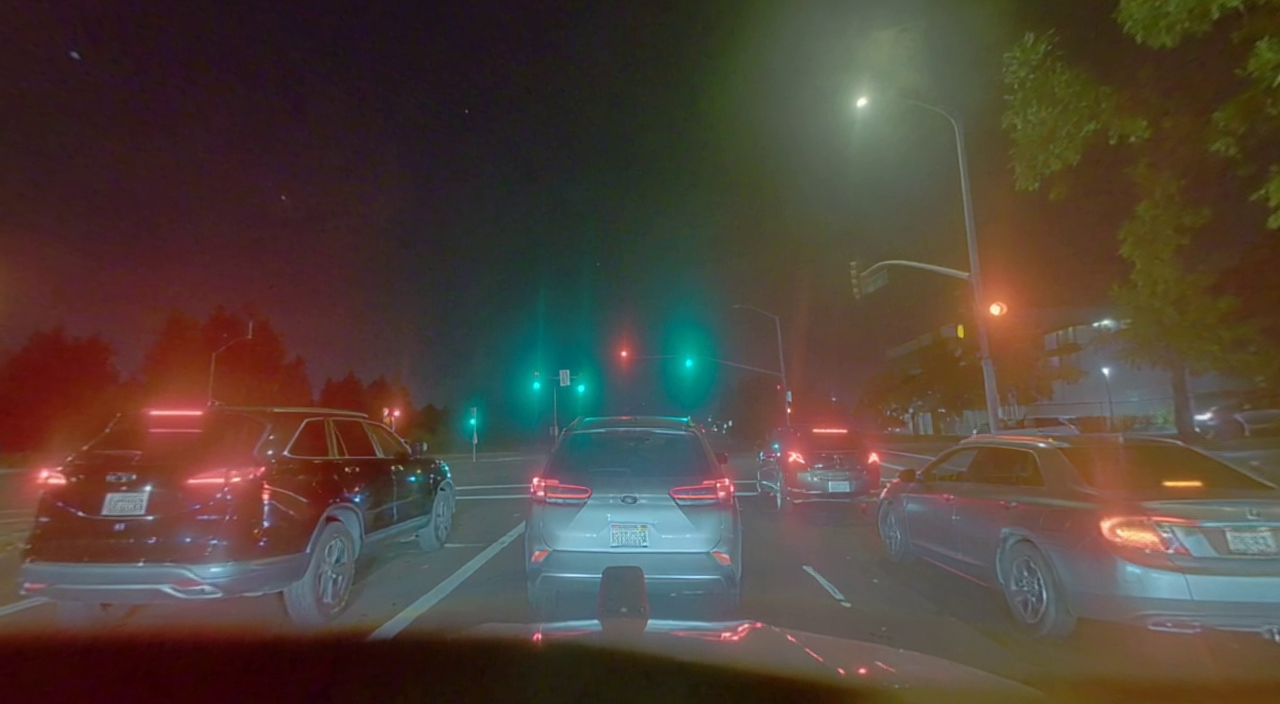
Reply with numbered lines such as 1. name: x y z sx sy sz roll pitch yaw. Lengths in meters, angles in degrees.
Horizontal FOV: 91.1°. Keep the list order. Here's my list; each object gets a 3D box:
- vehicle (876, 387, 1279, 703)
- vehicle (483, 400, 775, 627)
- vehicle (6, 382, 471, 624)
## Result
1. vehicle: 3.578 1.201 4.594 2.010 1.486 4.498 0 -8 1
2. vehicle: -0.053 1.401 6.300 2.047 1.579 3.642 0 -8 1
3. vehicle: -3.558 1.421 6.858 2.014 1.755 4.360 0 -8 3
